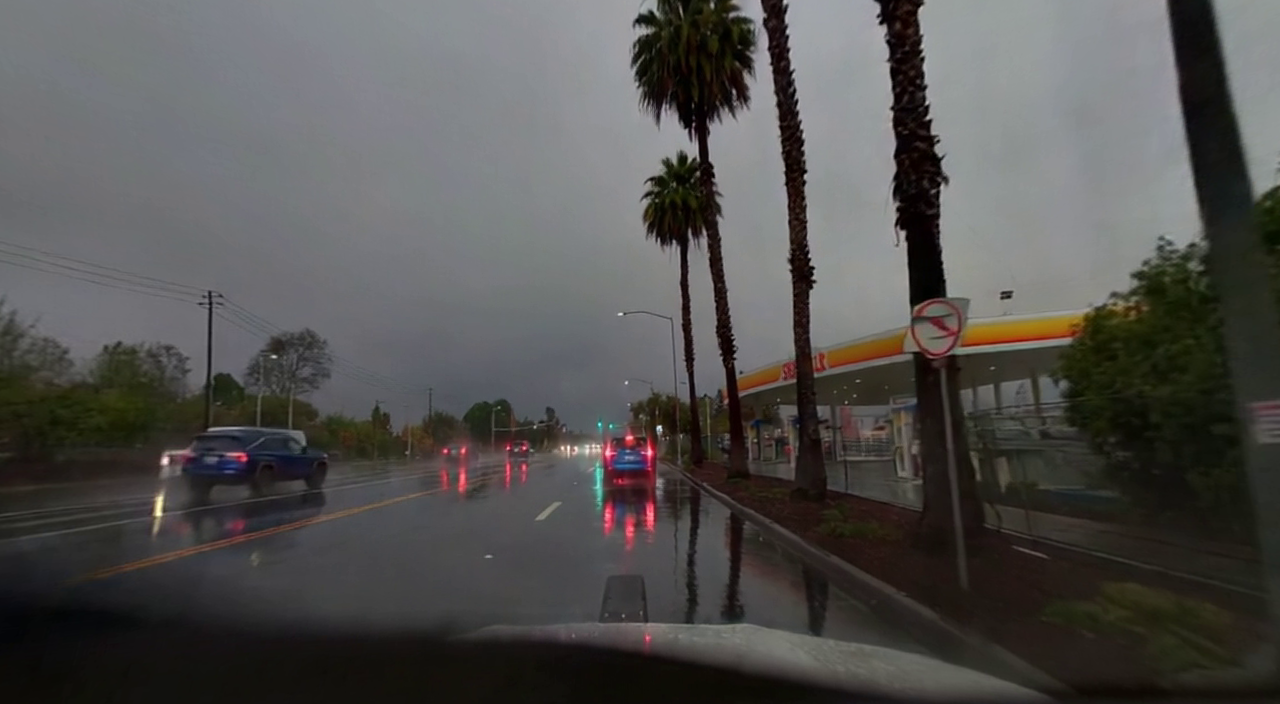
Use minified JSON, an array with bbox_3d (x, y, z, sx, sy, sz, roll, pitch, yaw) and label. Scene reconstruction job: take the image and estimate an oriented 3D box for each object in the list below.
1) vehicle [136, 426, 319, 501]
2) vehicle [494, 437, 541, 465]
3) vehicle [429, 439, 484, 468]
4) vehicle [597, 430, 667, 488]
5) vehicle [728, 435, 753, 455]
[{"bbox_3d":[-10.818,2.946,16.945,1.965,1.743,4.327,0,-9,0],"label":"vehicle"},{"bbox_3d":[-7.673,6.248,39.642,2.099,1.608,4.420,0,-9,0],"label":"vehicle"},{"bbox_3d":[-11.387,6.349,39.386,1.998,1.731,4.952,0,-9,-1],"label":"vehicle"},{"bbox_3d":[-0.231,3.521,20.842,2.121,1.710,3.893,0,-9,0],"label":"vehicle"},{"bbox_3d":[7.671,7.128,47.870,1.837,1.416,3.947,-1,-9,9],"label":"vehicle"}]
